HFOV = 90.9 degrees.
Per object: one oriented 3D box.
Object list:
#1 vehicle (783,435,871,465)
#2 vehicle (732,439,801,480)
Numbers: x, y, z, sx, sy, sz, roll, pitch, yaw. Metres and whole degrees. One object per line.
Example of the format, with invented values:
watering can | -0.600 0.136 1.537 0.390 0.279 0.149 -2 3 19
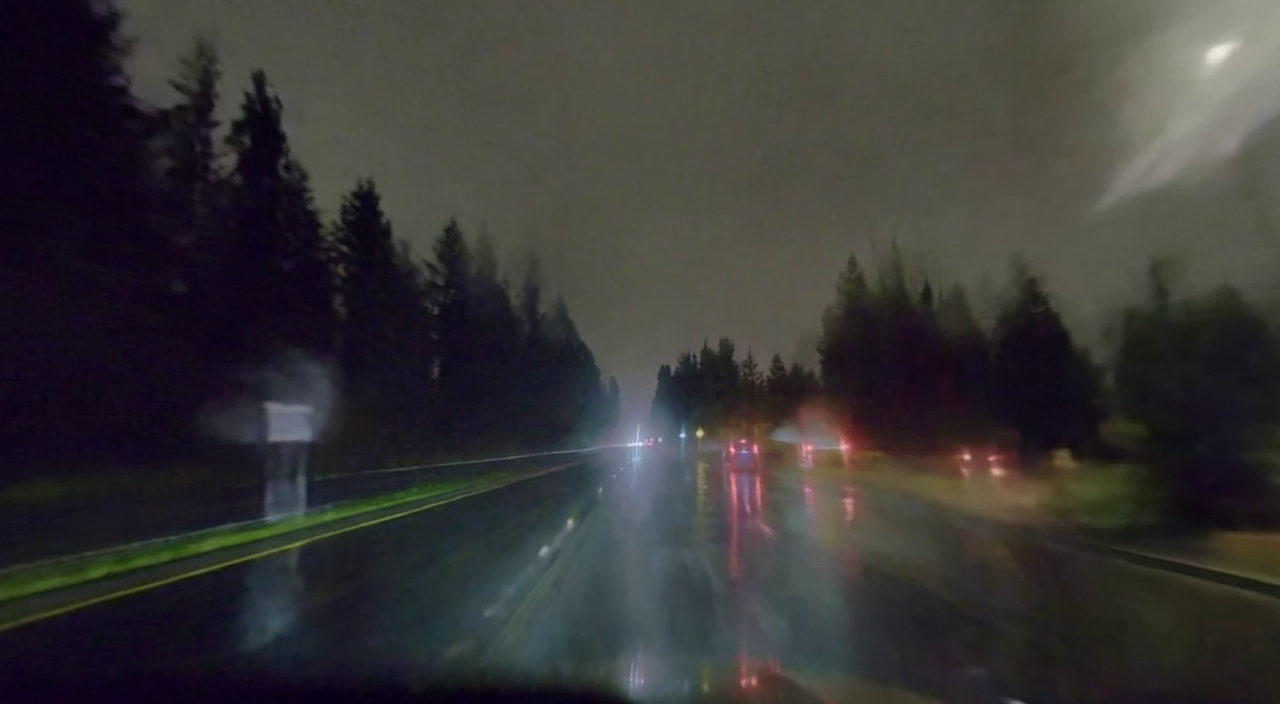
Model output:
vehicle | 11.981 6.300 40.654 4.920 1.826 2.328 1 -8 0
vehicle | 5.072 4.373 25.970 1.920 1.514 4.746 0 -8 1
